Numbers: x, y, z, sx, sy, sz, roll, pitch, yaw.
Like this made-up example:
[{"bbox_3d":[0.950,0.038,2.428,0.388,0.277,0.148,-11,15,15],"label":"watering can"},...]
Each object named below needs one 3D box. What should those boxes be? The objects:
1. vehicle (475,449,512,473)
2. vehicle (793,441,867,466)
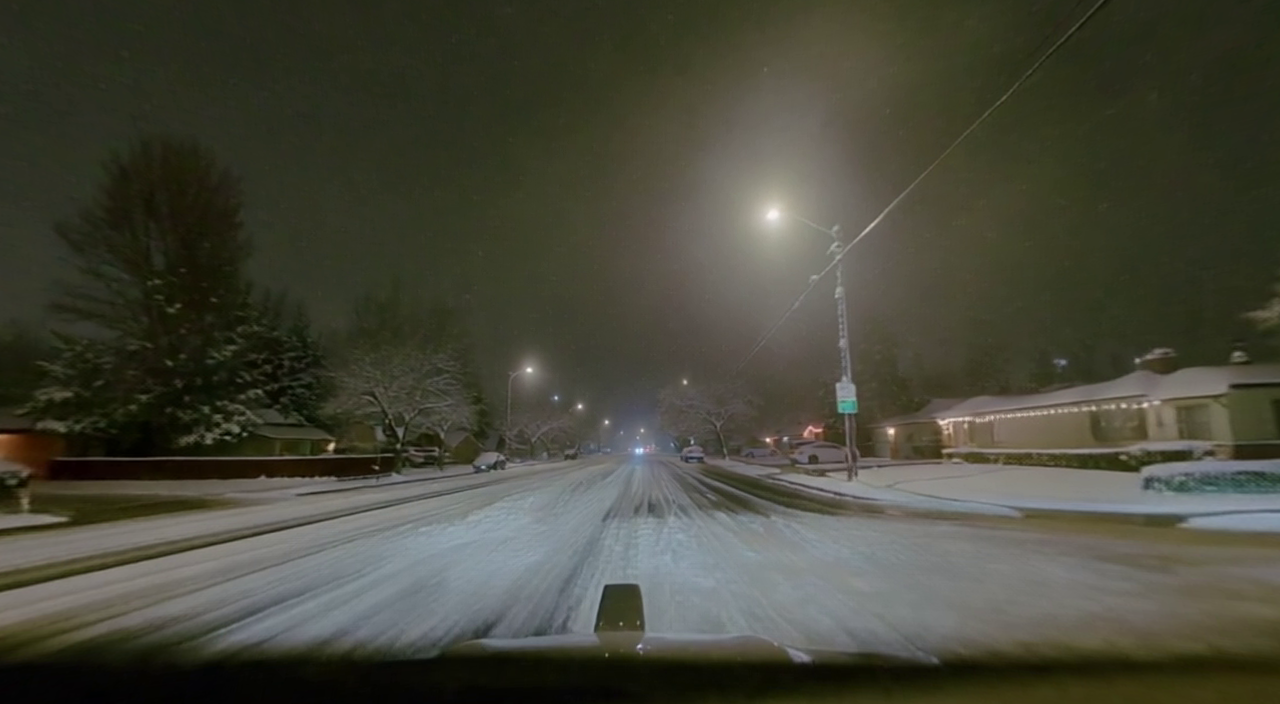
[{"bbox_3d":[-11.466,8.601,49.808,2.020,1.691,4.308,-1,-10,-2],"label":"vehicle"},{"bbox_3d":[13.932,7.475,46.546,4.775,1.524,1.983,-4,-9,3],"label":"vehicle"}]
